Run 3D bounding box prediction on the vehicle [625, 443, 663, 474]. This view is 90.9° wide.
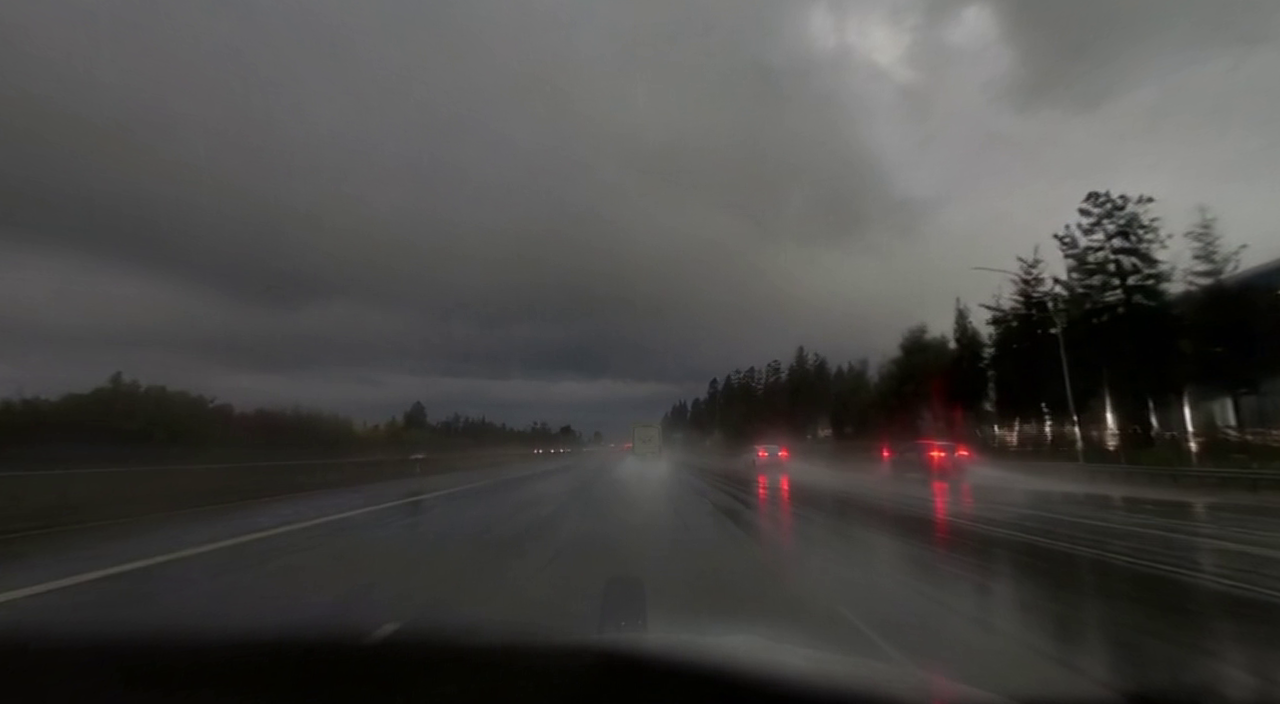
[{"bbox_3d":[0.213,6.082,36.129,2.015,1.639,4.086,0,-9,0],"label":"vehicle"}]

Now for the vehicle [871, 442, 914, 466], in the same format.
[{"bbox_3d":[18.425,7.409,46.188,1.690,1.490,3.665,-5,-7,3],"label":"vehicle"}]
